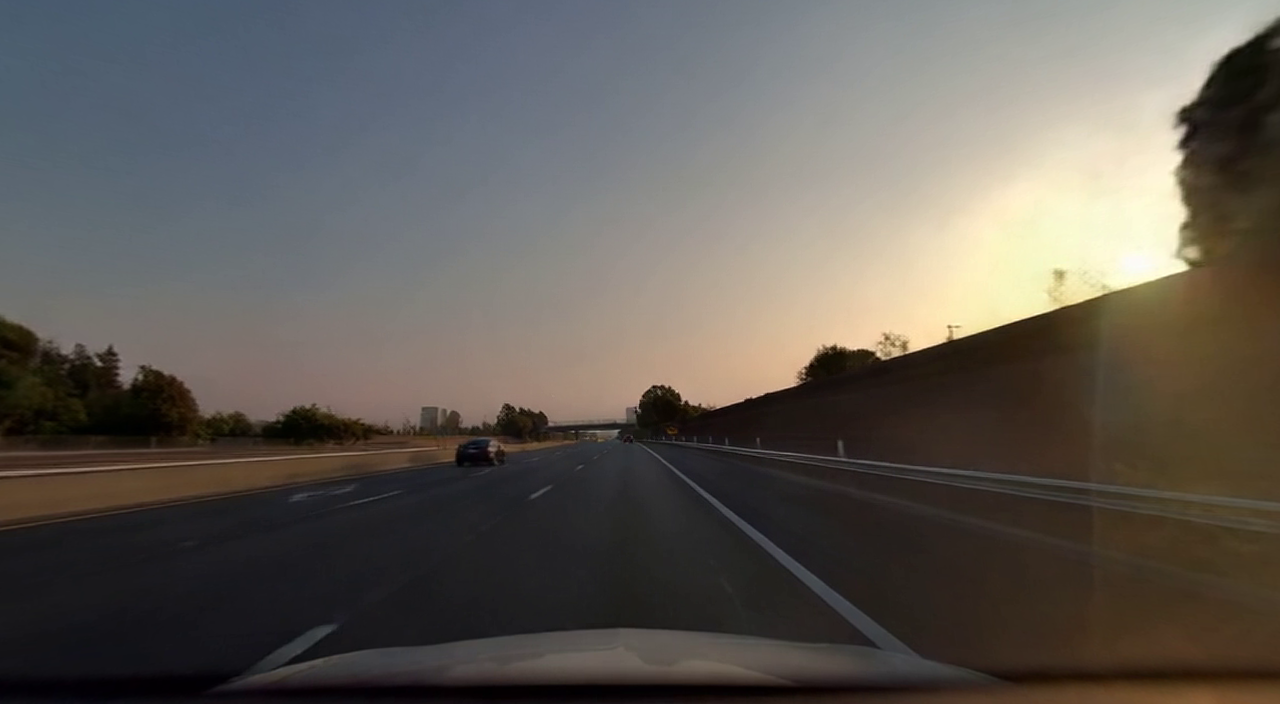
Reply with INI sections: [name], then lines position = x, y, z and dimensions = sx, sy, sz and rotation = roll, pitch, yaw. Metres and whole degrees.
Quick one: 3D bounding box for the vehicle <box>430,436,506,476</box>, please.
[vehicle]
position = -6.981, 4.228, 26.010
dimensions = 1.989, 1.473, 4.345
rotation = 0, -8, -1
